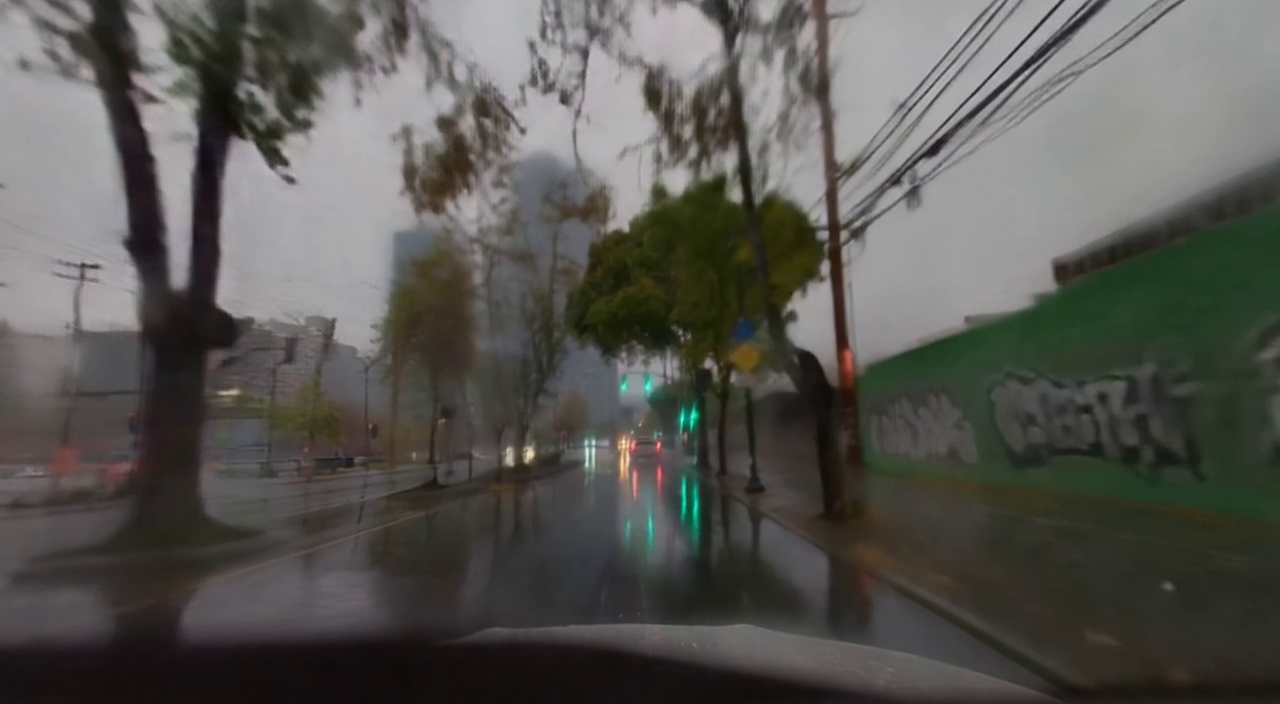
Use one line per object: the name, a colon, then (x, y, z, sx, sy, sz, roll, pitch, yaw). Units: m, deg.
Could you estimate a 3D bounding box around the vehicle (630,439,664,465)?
vehicle: (0.414, 6.529, 41.245, 2.105, 1.611, 3.750, 0, -8, 0)
